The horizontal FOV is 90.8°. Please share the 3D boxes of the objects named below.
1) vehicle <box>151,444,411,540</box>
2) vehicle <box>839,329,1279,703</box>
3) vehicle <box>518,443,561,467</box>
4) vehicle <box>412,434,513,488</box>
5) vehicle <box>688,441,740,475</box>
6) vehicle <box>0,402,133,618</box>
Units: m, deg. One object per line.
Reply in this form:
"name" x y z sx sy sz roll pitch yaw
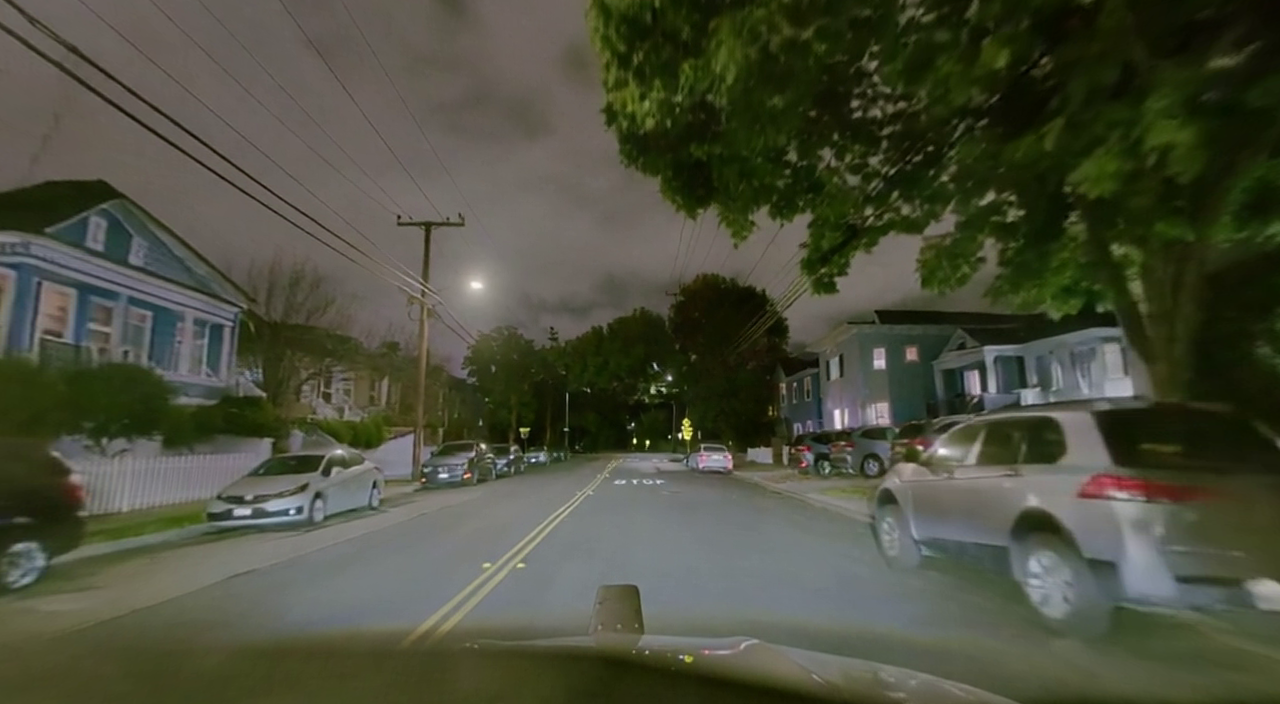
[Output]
"vehicle" -6.457 2.530 12.148 2.211 1.469 4.380 -1 -9 4
"vehicle" 3.516 1.145 5.366 2.114 1.909 4.266 0 -9 -2
"vehicle" -6.551 6.803 41.756 2.056 1.481 4.451 0 -9 0
"vehicle" -6.452 4.027 23.738 2.136 1.757 5.365 0 -9 1
"vehicle" 3.515 5.162 31.031 1.963 1.536 5.446 0 -9 0
"vehicle" -6.438 1.247 4.465 2.194 1.798 4.402 -2 -8 -3
